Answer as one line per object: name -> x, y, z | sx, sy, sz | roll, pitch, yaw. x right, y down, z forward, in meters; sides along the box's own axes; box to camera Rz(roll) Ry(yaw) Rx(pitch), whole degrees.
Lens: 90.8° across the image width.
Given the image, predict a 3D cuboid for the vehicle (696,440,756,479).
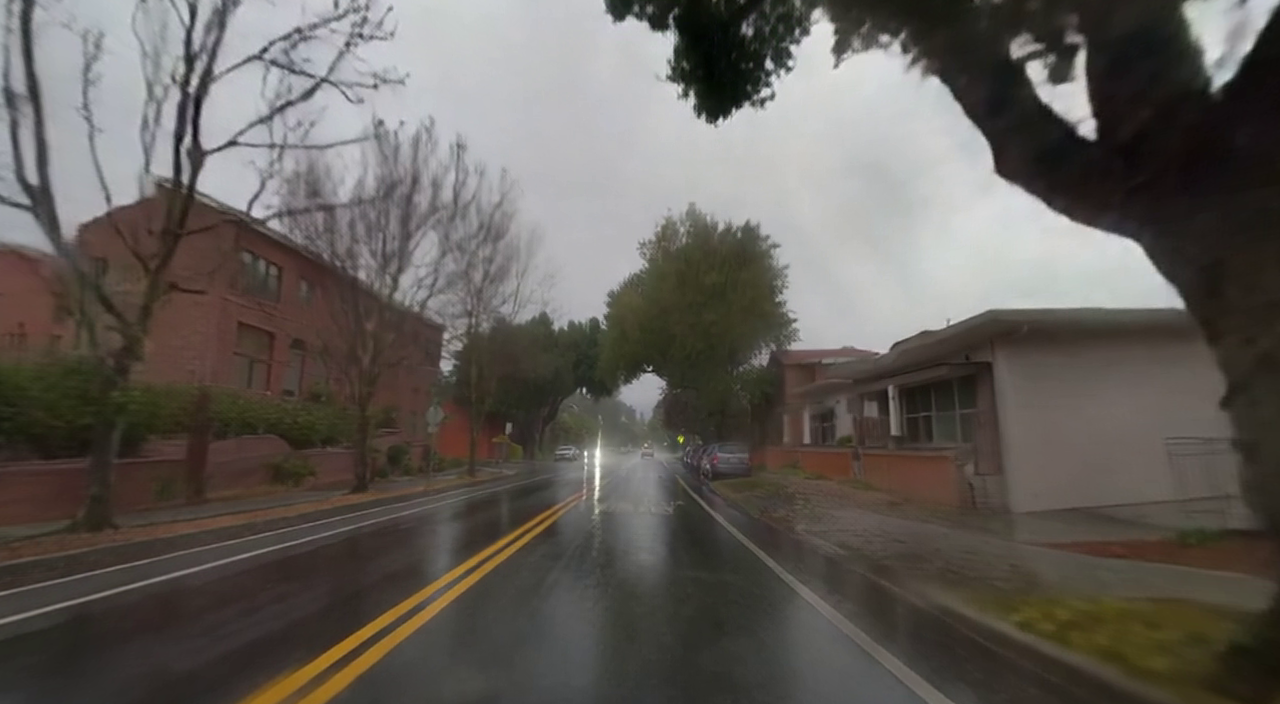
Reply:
vehicle -> 4.126, 5.273, 31.116 | 1.937, 1.752, 4.574 | 1, -9, -5
